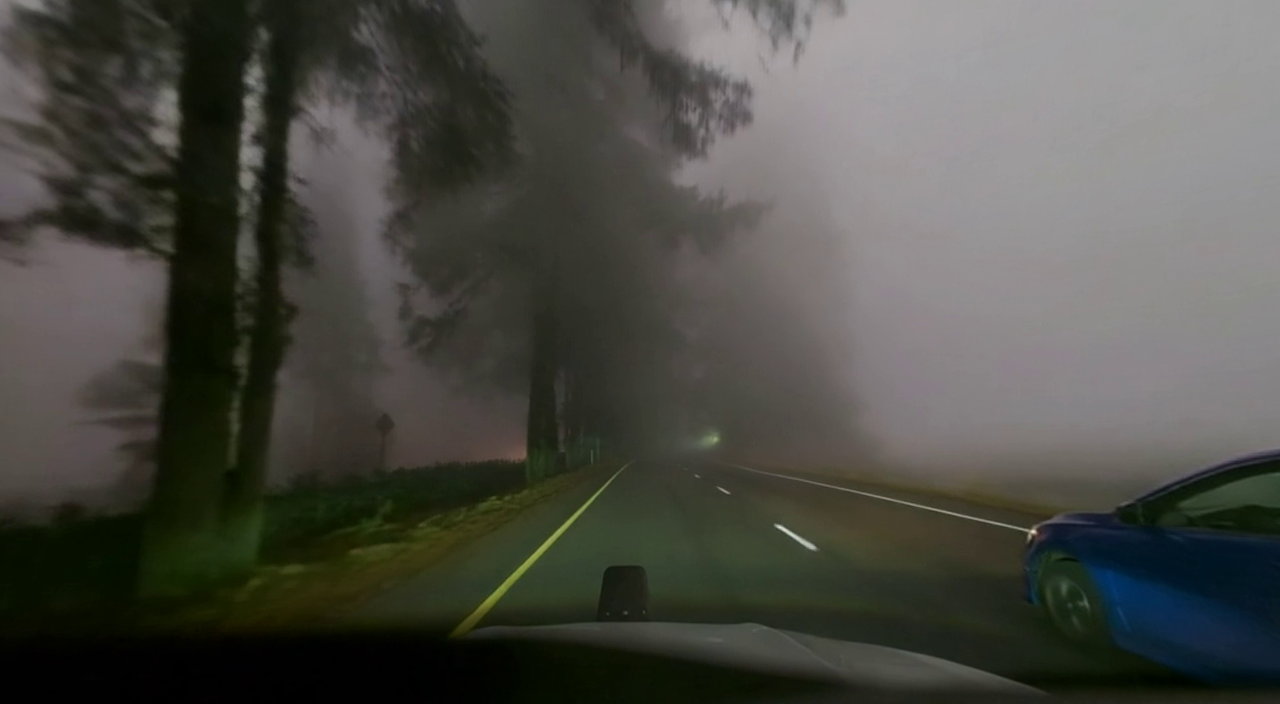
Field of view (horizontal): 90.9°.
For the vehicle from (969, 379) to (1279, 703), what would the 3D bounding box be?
[{"bbox_3d":[3.366,0.810,2.034,2.061,1.503,4.823,-1,-8,1],"label":"vehicle"}]
